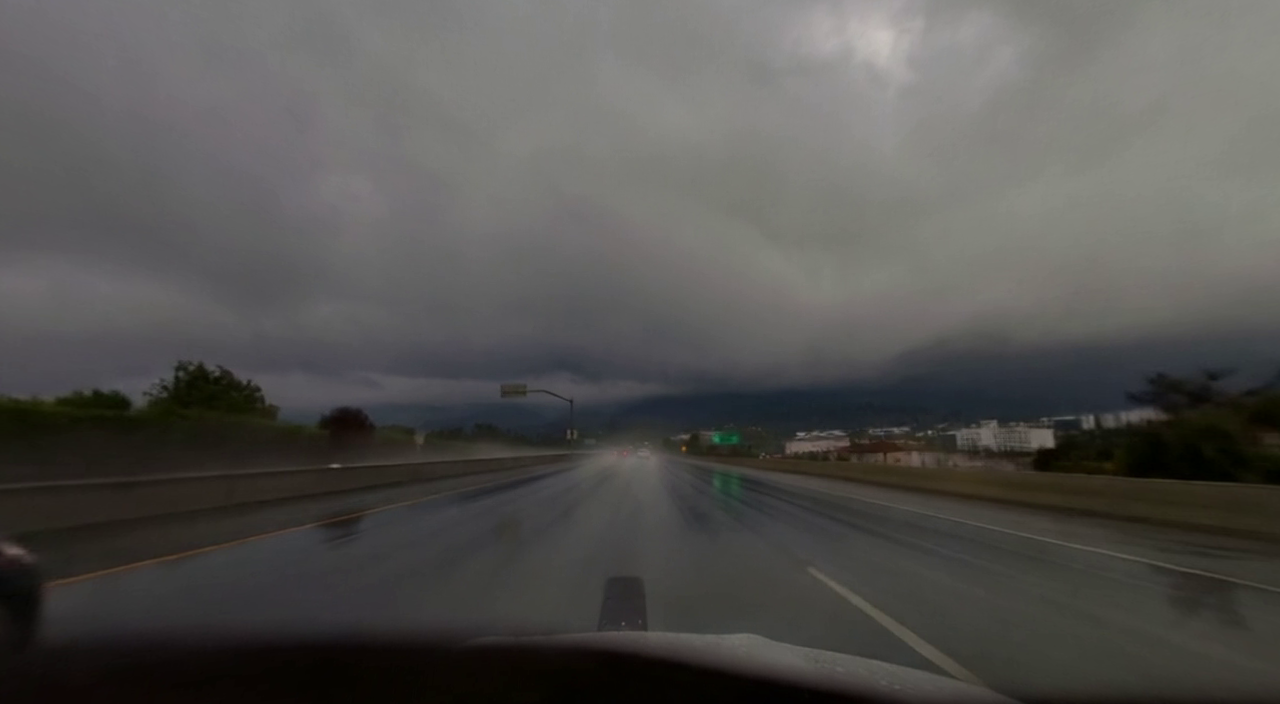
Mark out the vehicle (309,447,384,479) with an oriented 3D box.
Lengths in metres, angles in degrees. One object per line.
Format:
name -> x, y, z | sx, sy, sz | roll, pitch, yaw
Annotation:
vehicle -> -16.476, 6.265, 35.684 | 1.994, 1.649, 4.641 | 0, -9, 1
